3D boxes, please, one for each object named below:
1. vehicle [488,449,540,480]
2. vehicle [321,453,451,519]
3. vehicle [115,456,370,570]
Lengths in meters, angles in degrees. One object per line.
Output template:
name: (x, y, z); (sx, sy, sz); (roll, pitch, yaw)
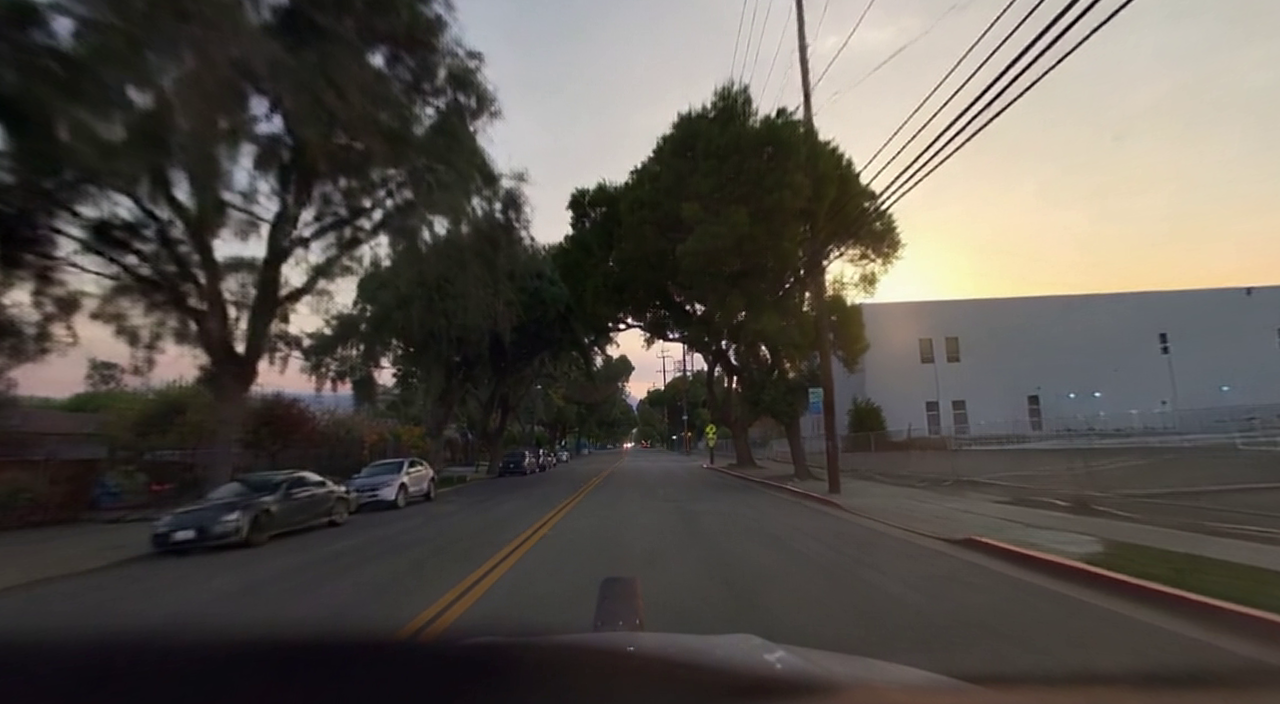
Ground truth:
vehicle: (-6.741, 6.062, 34.330); (1.887, 1.460, 4.444); (-4, -8, 0)
vehicle: (-6.654, 3.500, 17.078); (1.815, 1.384, 4.357); (-3, -8, -1)
vehicle: (-6.676, 2.674, 11.363); (1.815, 1.402, 4.559); (-4, -8, -3)
